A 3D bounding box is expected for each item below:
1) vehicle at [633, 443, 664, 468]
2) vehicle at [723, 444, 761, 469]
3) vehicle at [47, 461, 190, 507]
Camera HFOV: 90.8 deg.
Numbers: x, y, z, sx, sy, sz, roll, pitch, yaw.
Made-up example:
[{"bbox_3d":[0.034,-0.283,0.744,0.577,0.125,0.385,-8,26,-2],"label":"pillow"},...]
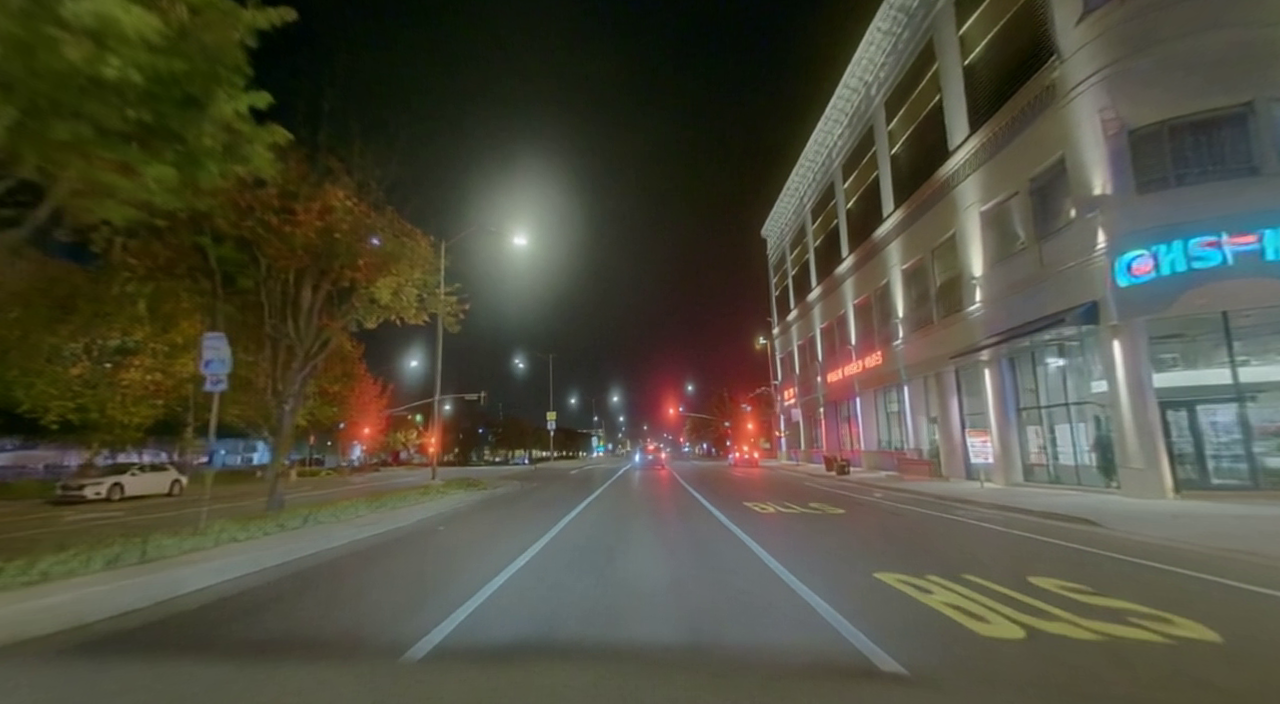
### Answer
[{"bbox_3d":[0.672,7.826,48.049,2.223,1.775,4.250,-1,-8,1],"label":"vehicle"},{"bbox_3d":[7.855,8.047,49.003,1.987,1.772,4.749,0,-8,-2],"label":"vehicle"},{"bbox_3d":[-20.410,5.143,25.015,1.840,1.440,4.442,-3,-9,1],"label":"vehicle"}]
